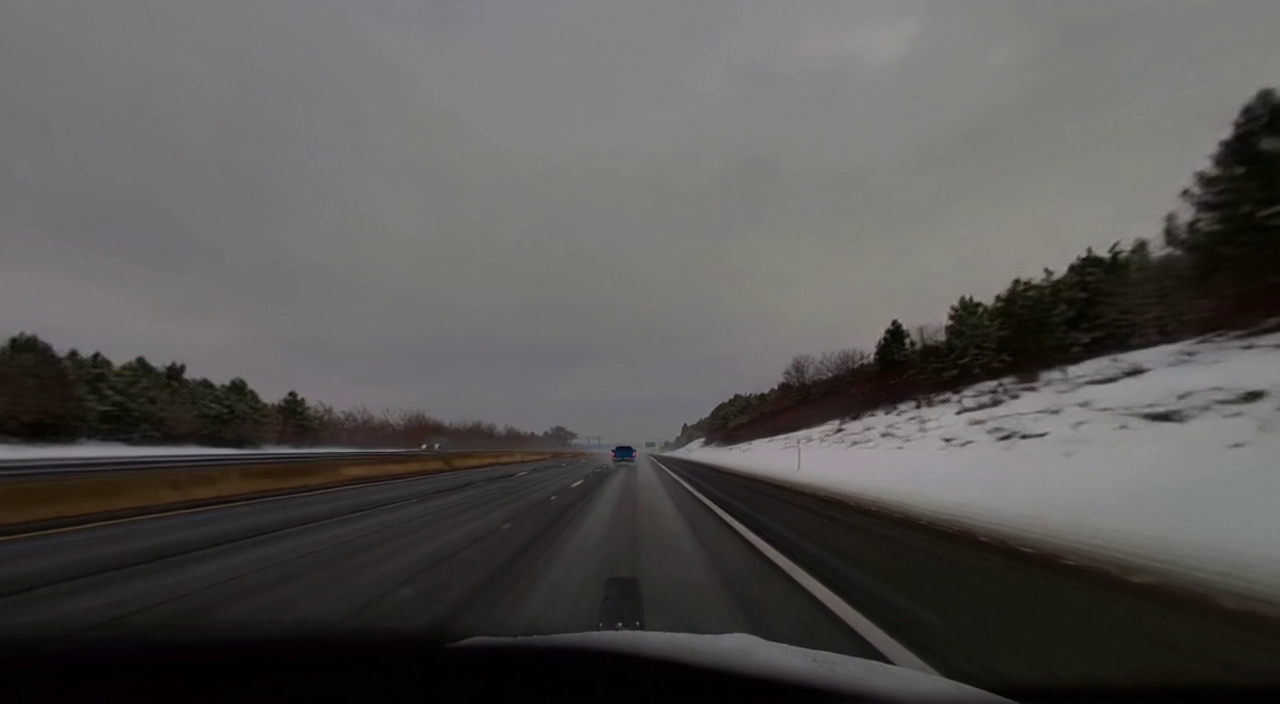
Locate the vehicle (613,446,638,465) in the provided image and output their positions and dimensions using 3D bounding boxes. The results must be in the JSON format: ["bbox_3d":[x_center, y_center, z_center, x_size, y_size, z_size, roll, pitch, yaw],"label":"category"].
[{"bbox_3d":[-1.086,8.133,49.619,1.891,1.456,3.806,0,-9,0],"label":"vehicle"}]
